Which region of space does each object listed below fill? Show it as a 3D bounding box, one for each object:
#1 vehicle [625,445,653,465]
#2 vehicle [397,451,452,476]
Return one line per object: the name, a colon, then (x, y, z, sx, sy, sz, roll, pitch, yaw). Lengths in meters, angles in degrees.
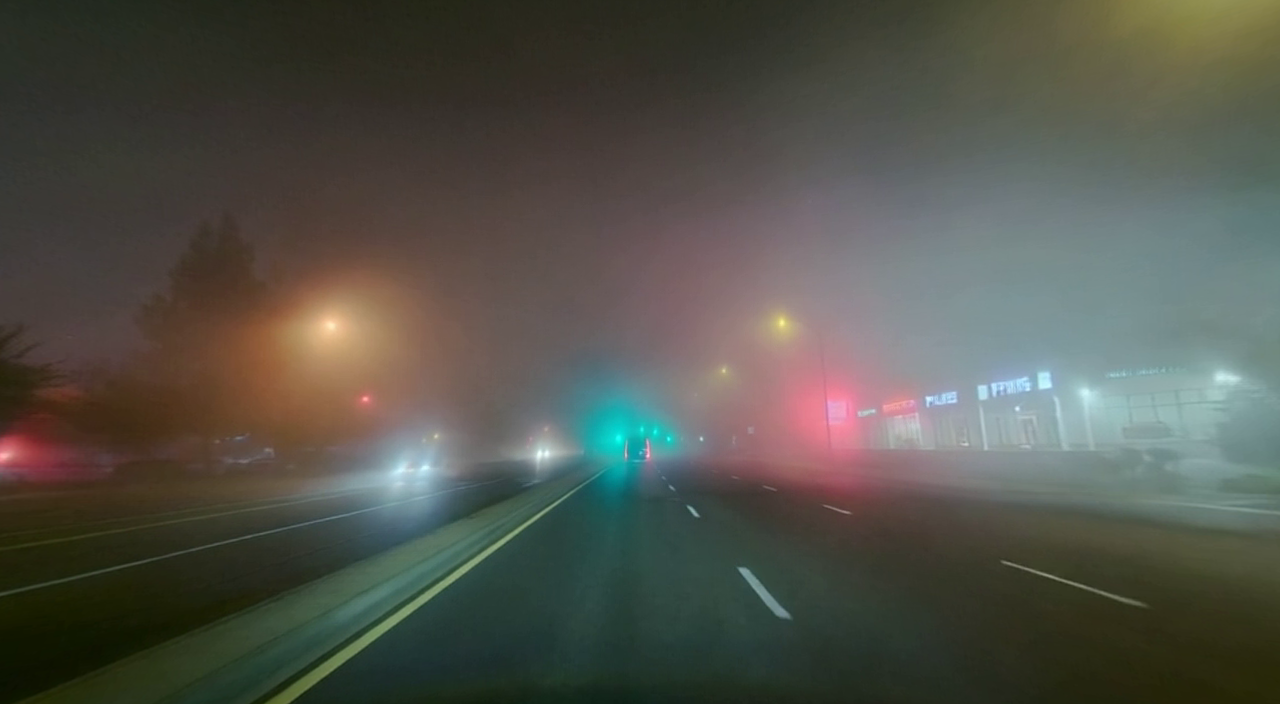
vehicle: (-0.112, 8.009, 49.425, 2.027, 1.494, 3.942, 0, -8, -1)
vehicle: (-14.163, 7.366, 41.865, 1.896, 1.485, 4.655, 0, -8, 2)
